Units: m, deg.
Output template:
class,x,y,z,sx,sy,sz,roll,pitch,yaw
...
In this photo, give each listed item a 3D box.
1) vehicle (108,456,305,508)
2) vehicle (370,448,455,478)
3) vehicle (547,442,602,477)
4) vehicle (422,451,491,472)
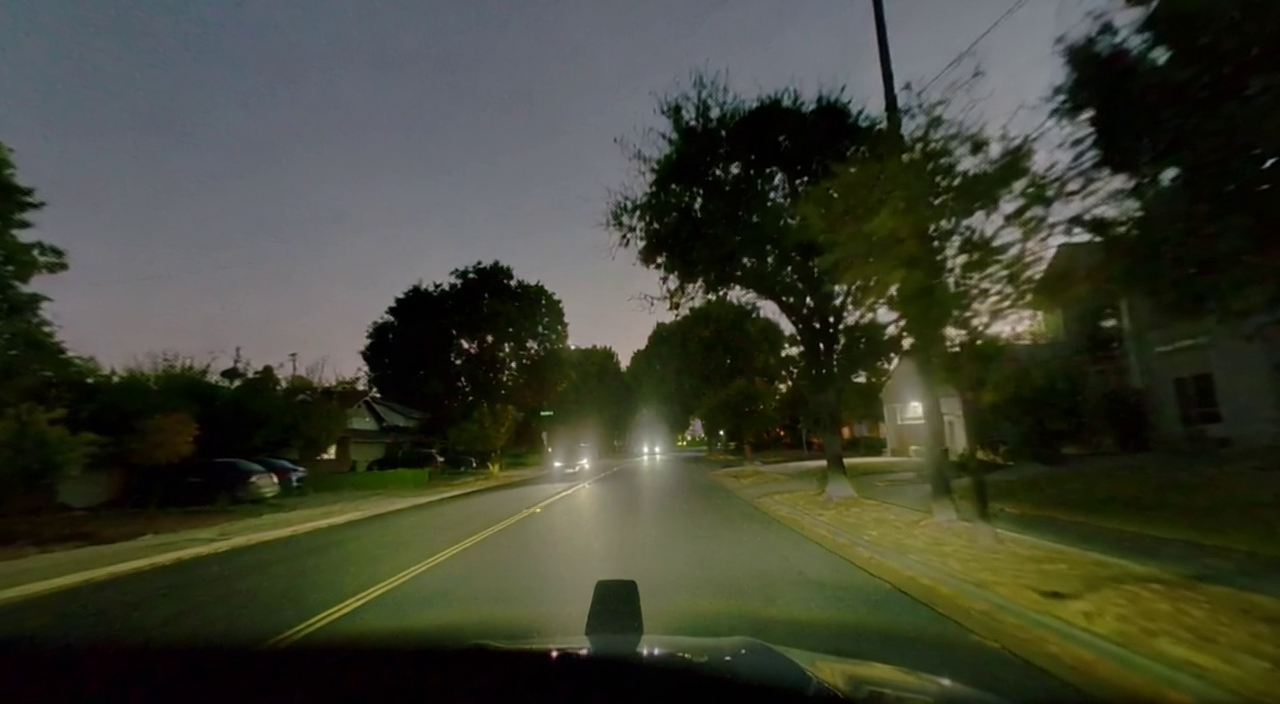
class,x,y,z,sx,sy,sz,roll,pitch,yaw
vehicle,-13.573,4.083,20.055,4.703,1.487,2.002,1,-9,-2
vehicle,-13.321,6.506,37.144,4.237,1.687,1.970,0,-9,-2
vehicle,-3.431,5.735,33.945,2.131,1.731,4.533,-1,-9,4
vehicle,-13.342,7.967,46.028,4.370,1.482,1.926,-1,-9,6
